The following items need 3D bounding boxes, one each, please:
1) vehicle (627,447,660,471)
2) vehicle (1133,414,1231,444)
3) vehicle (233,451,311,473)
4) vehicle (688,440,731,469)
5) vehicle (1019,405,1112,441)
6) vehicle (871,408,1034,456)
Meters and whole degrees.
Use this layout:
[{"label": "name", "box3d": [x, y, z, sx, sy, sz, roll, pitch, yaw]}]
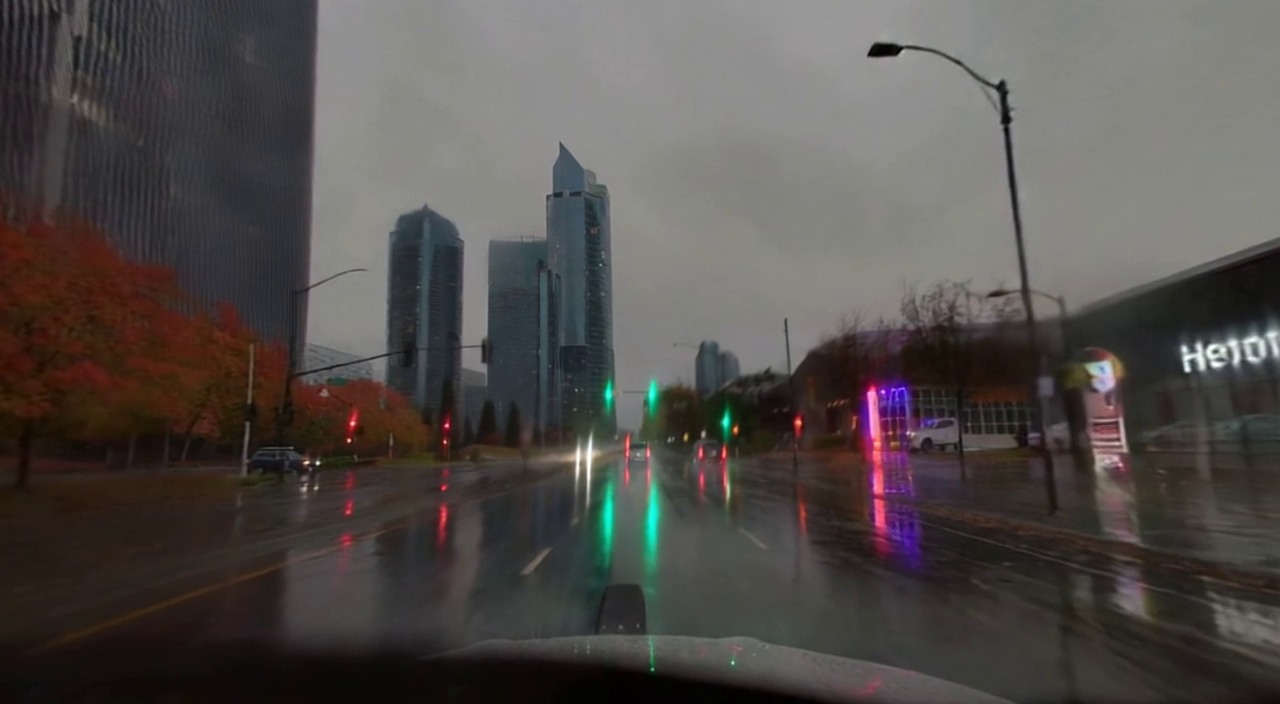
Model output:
[{"label": "vehicle", "box3d": [0.187, 7.043, 41.559, 2.014, 1.525, 4.197, 0, -9, -1]}, {"label": "vehicle", "box3d": [30.442, 4.378, 35.571, 1.729, 1.507, 4.279, -1, -9, 1]}, {"label": "vehicle", "box3d": [-26.791, 8.015, 45.912, 4.500, 1.555, 1.913, 0, -9, 3]}, {"label": "vehicle", "box3d": [4.539, 6.773, 41.640, 2.174, 1.749, 4.739, 1, -9, -2]}, {"label": "vehicle", "box3d": [23.436, 3.996, 34.924, 1.887, 1.635, 4.695, 1, -10, 0]}, {"label": "vehicle", "box3d": [24.343, 6.353, 49.653, 10.893, 3.534, 3.195, 0, -9, 4]}]
